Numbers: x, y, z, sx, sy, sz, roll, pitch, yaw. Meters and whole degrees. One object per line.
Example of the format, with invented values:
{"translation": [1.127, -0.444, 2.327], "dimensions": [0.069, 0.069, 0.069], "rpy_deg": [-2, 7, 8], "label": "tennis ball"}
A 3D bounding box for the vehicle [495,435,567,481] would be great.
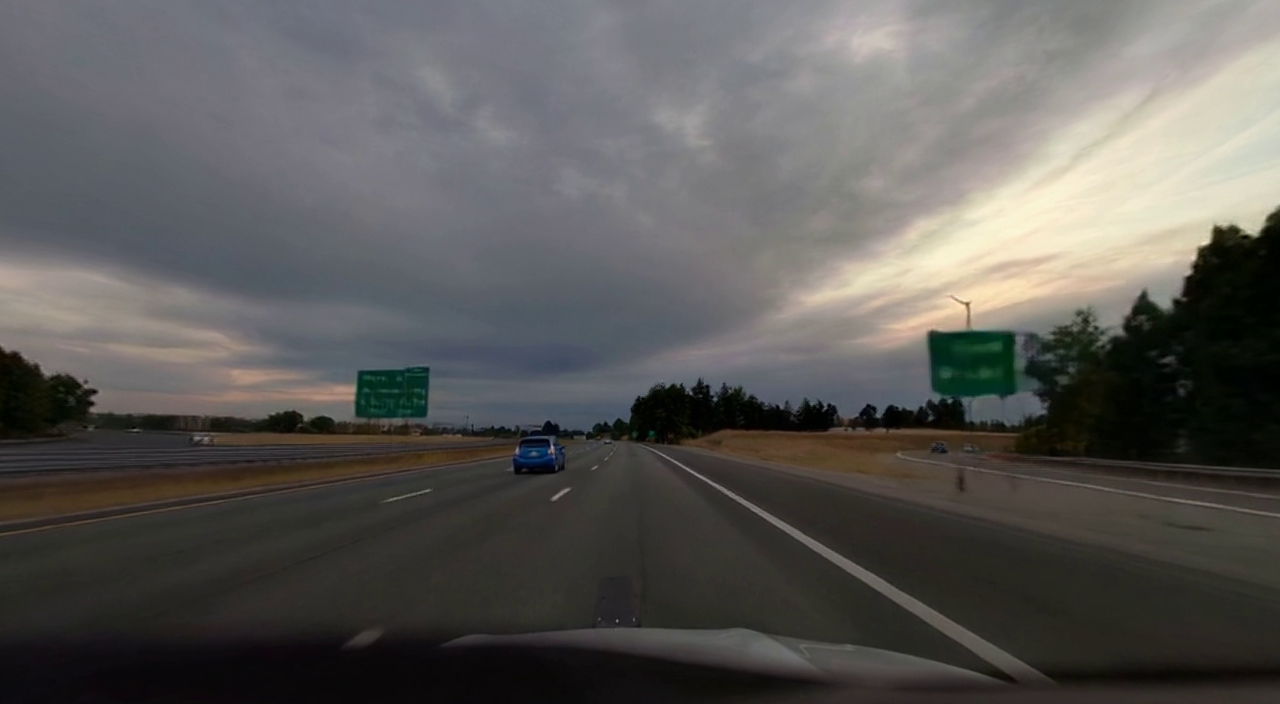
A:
{"translation": [-4.020, 3.936, 23.804], "dimensions": [2.008, 1.567, 3.959], "rpy_deg": [0, -8, 0], "label": "vehicle"}
